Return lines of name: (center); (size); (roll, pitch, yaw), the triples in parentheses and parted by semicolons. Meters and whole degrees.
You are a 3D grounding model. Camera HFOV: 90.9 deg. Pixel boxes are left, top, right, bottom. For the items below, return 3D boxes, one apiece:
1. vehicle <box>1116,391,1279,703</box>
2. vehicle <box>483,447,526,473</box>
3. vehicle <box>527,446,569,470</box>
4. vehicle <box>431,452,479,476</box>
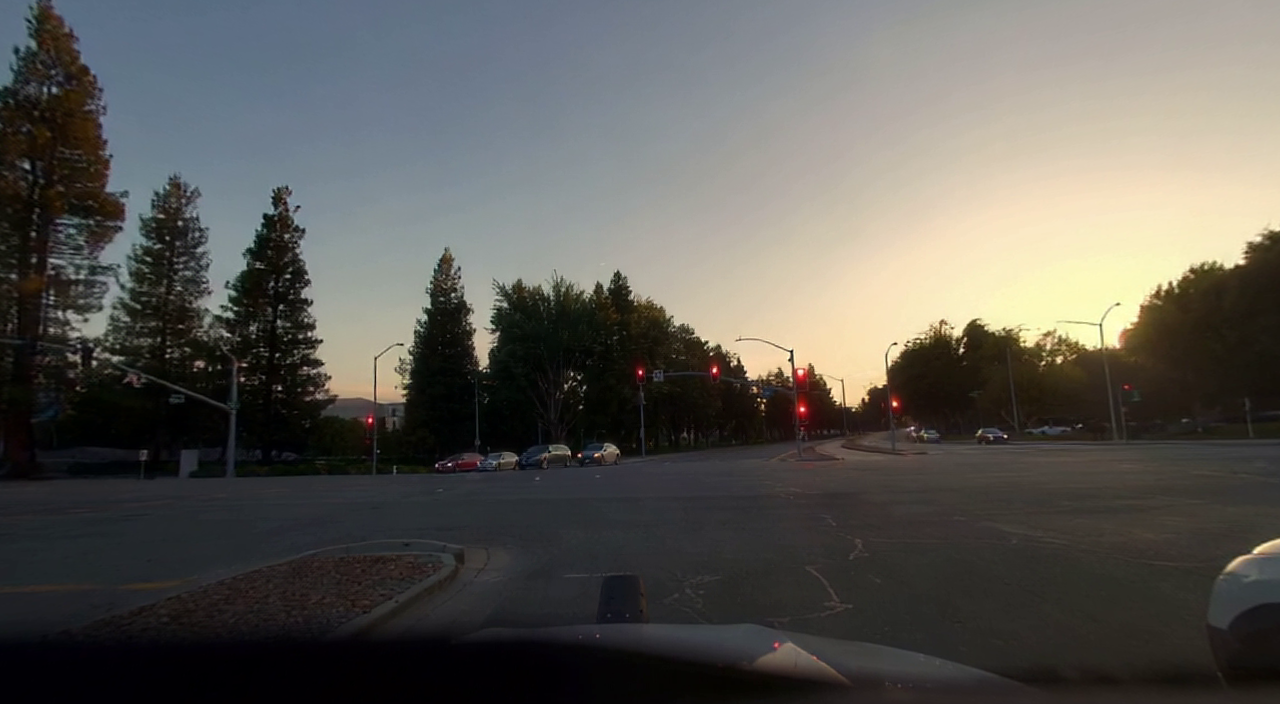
vehicle: (3.053, 0.619, 0.421); (1.978, 1.468, 4.544); (0, -9, 1)
vehicle: (-9.803, 7.835, 45.939); (2.064, 1.725, 4.243); (0, -9, 1)
vehicle: (-6.572, 7.607, 45.497); (2.126, 1.657, 4.307); (-1, -9, 3)
vehicle: (-13.434, 8.118, 45.983); (2.101, 1.637, 4.304); (0, -9, 1)
